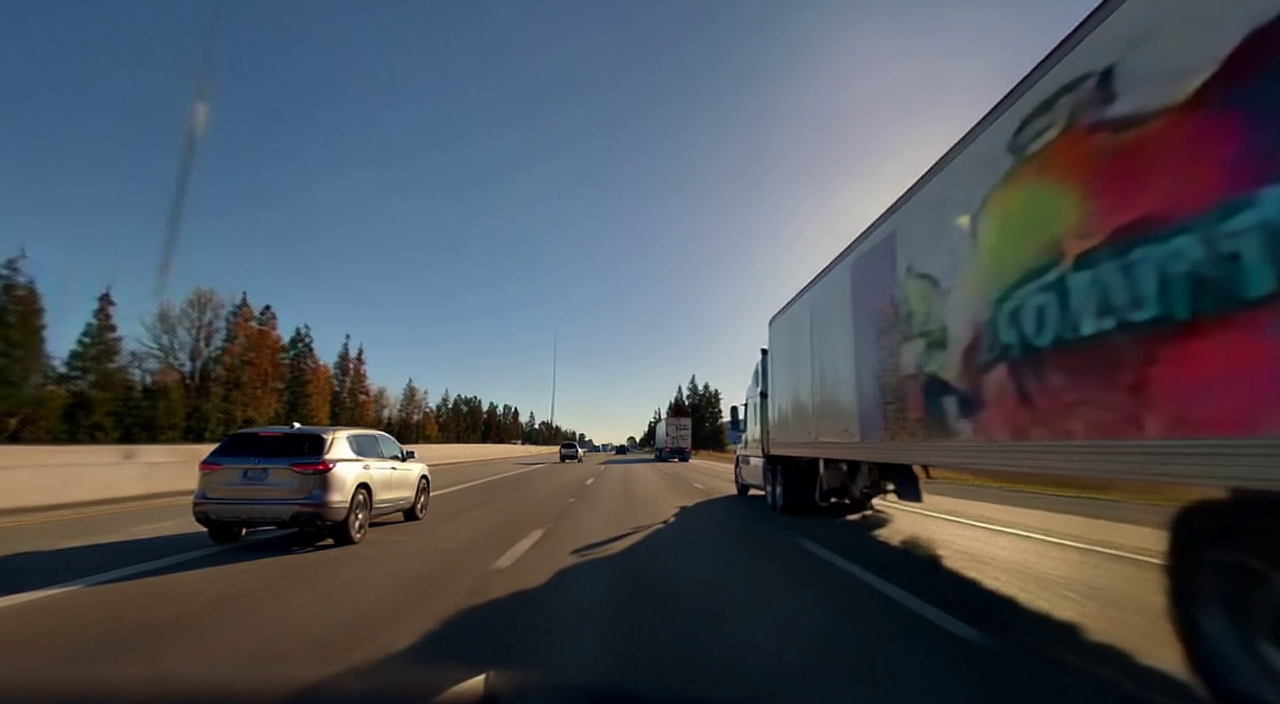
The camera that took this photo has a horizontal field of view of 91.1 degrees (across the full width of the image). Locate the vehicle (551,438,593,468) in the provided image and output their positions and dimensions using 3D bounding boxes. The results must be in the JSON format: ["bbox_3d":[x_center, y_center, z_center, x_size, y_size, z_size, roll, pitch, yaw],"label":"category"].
[{"bbox_3d":[-4.047,6.113,38.127,2.139,1.716,4.530,0,-9,-1],"label":"vehicle"}]

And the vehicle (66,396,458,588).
[{"bbox_3d":[-4.166,1.643,8.176,2.202,1.760,4.617,0,-9,0],"label":"vehicle"}]

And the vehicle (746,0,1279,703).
[{"bbox_3d":[4.175,0.465,7.966,2.933,4.016,13.949,0,-9,-1],"label":"vehicle"}]
